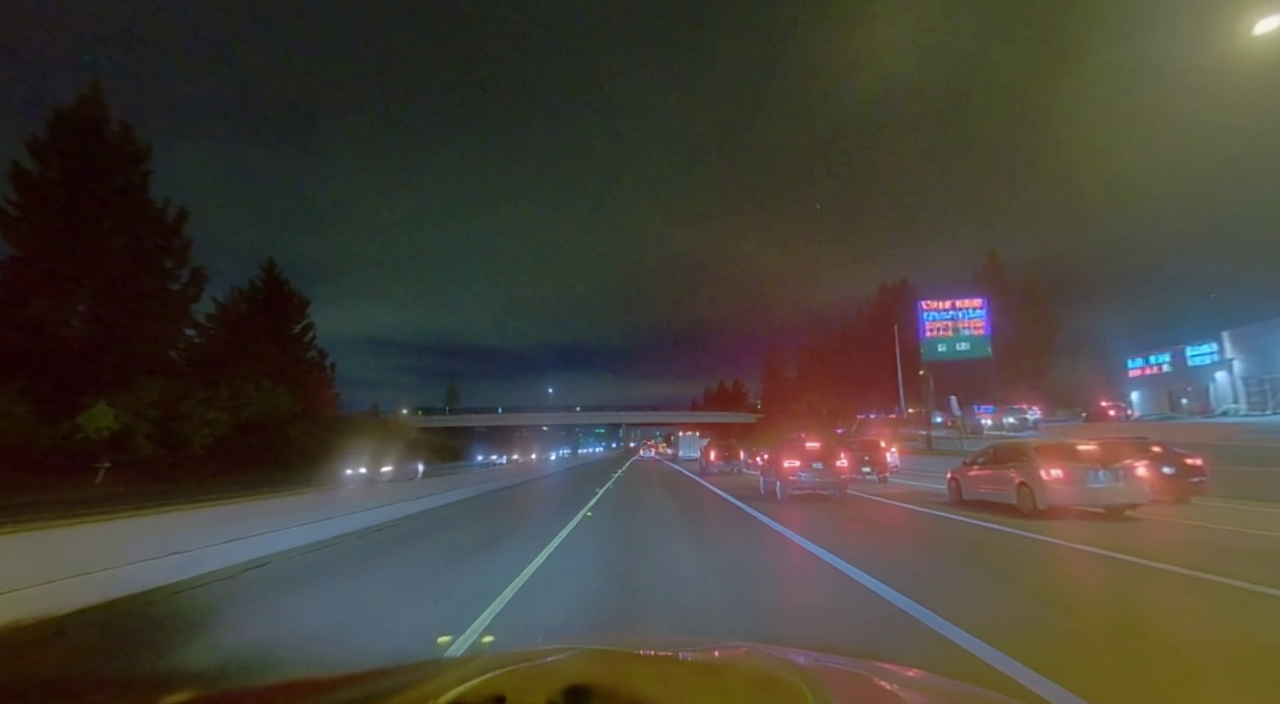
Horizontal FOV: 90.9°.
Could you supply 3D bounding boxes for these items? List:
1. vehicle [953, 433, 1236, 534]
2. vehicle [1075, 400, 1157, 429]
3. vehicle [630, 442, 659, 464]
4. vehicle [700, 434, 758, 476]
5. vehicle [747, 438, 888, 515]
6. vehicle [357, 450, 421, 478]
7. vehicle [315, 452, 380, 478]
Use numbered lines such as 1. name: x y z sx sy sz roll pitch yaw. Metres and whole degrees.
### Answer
1. vehicle: 7.787 2.259 11.503 1.919 1.476 4.303 0 -8 0
2. vehicle: 33.329 4.445 44.374 2.131 1.840 4.870 -1 -8 4
3. vehicle: 0.350 7.815 48.940 2.124 1.639 4.122 0 -8 0
4. vehicle: 4.244 4.994 30.876 2.086 1.858 4.737 0 -8 -1
5. vehicle: 3.849 2.752 14.574 1.902 1.481 4.451 0 -8 -1
6. vehicle: -14.806 6.617 37.431 1.897 1.497 4.446 0 -8 1
7. vehicle: -18.694 7.215 40.578 1.860 1.483 4.649 0 -8 1
